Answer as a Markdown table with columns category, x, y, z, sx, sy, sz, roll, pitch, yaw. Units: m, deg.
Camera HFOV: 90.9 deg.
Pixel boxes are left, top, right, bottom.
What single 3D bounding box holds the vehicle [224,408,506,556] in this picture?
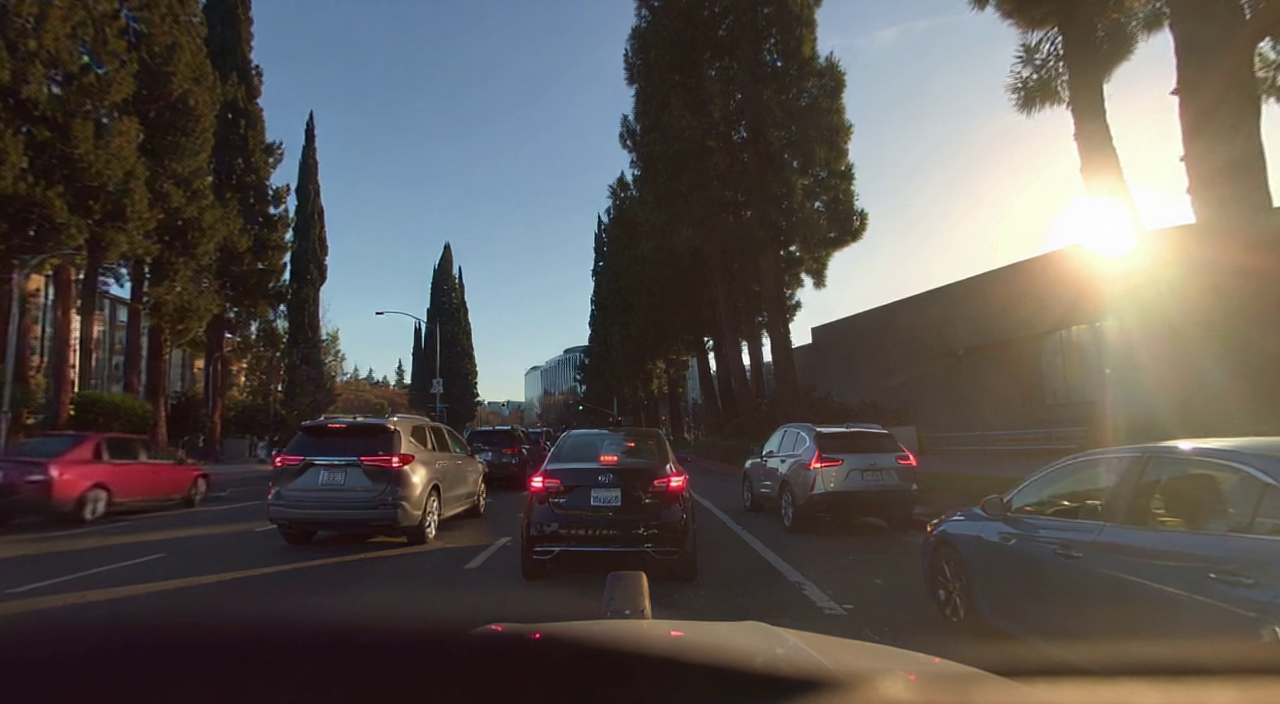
| category | x | y | z | sx | sy | sz | roll | pitch | yaw |
| --- | --- | --- | --- | --- | --- | --- | --- | --- | --- |
| vehicle | -3.761 | 1.886 | 9.889 | 2.141 | 1.718 | 4.809 | 0 | -8 | 1 |

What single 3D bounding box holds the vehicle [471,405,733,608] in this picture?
| category | x | y | z | sx | sy | sz | roll | pitch | yaw |
| --- | --- | --- | --- | --- | --- | --- | --- | --- | --- |
| vehicle | -0.356 | 1.584 | 7.418 | 2.114 | 1.631 | 4.459 | 0 | -8 | -1 |

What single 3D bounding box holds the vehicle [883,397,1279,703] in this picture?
| category | x | y | z | sx | sy | sz | roll | pitch | yaw |
| --- | --- | --- | --- | --- | --- | --- | --- | --- | --- |
| vehicle | 3.236 | 1.068 | 3.366 | 2.045 | 1.459 | 4.462 | 0 | -8 | -1 |

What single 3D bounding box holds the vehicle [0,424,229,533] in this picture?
| category | x | y | z | sx | sy | sz | roll | pitch | yaw |
| --- | --- | --- | --- | --- | --- | --- | --- | --- | --- |
| vehicle | -10.440 | 2.314 | 12.159 | 1.938 | 1.682 | 4.498 | 0 | -8 | 0 |

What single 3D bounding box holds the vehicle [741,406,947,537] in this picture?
| category | x | y | z | sx | sy | sz | roll | pitch | yaw |
| --- | --- | --- | --- | --- | --- | --- | --- | --- | --- |
| vehicle | 3.337 | 2.085 | 11.536 | 2.117 | 1.879 | 4.715 | 0 | -8 | -1 |
